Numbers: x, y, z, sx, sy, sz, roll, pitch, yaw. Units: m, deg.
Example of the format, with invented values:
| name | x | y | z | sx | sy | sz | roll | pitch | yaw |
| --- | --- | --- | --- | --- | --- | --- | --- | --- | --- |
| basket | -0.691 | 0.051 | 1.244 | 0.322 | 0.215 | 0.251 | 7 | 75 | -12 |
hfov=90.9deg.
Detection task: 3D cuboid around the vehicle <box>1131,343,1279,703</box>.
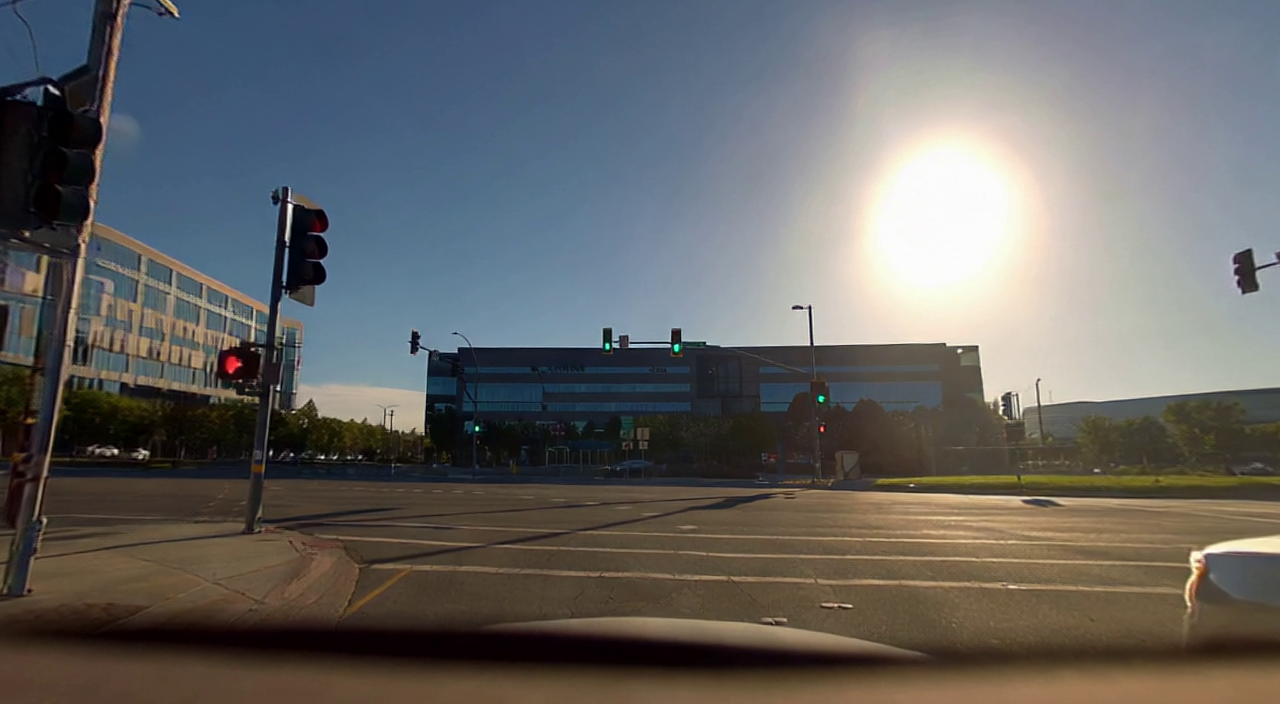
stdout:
| name | x | y | z | sx | sy | sz | roll | pitch | yaw |
| --- | --- | --- | --- | --- | --- | --- | --- | --- | --- |
| vehicle | 3.058 | 0.566 | 0.541 | 1.938 | 1.648 | 4.211 | -1 | -8 | 2 |
